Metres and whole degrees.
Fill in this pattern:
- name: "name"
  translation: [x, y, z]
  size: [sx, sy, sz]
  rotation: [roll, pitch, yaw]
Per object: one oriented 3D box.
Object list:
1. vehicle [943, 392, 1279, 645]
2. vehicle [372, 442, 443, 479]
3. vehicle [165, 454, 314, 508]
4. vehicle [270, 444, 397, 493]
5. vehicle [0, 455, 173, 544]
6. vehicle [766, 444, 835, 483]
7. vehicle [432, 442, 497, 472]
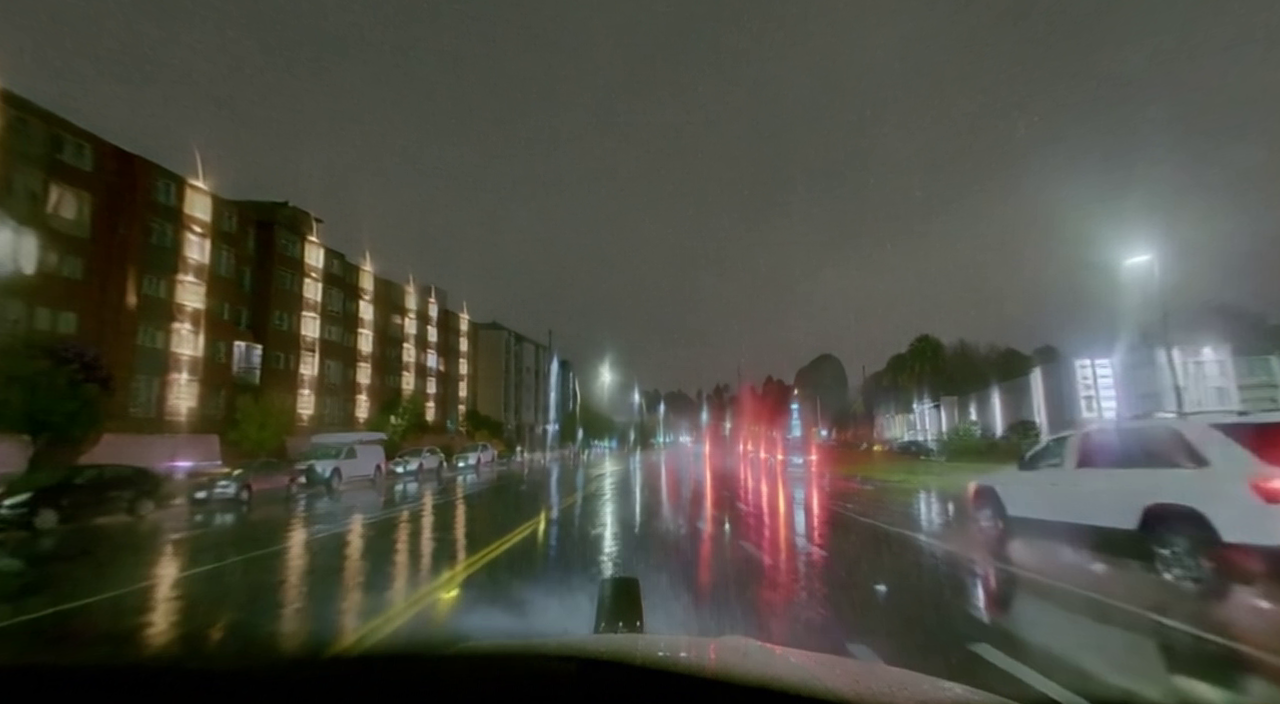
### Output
- name: "vehicle"
  translation: [5.631, 1.519, 6.772]
  size: [2.102, 1.781, 5.470]
  rotation: [0, -8, 1]
- name: "vehicle"
  translation: [-12.369, 5.783, 33.961]
  size: [2.001, 1.836, 4.471]
  rotation: [0, -8, 2]
- name: "vehicle"
  translation: [-12.373, 3.978, 19.915]
  size: [1.723, 1.418, 4.359]
  rotation: [0, -8, 2]
- name: "vehicle"
  translation: [-12.515, 4.745, 26.400]
  size: [2.290, 1.799, 5.801]
  rotation: [0, -8, 1]
- name: "vehicle"
  translation: [-12.270, 2.960, 13.284]
  size: [1.926, 1.499, 3.869]
  rotation: [0, -8, 0]
- name: "vehicle"
  translation: [6.600, 4.620, 26.523]
  size: [1.947, 1.487, 4.549]
  rotation: [0, -8, 3]
- name: "vehicle"
  translation: [-11.773, 7.076, 42.888]
  size: [2.137, 1.835, 5.833]
  rotation: [-1, -8, 7]
